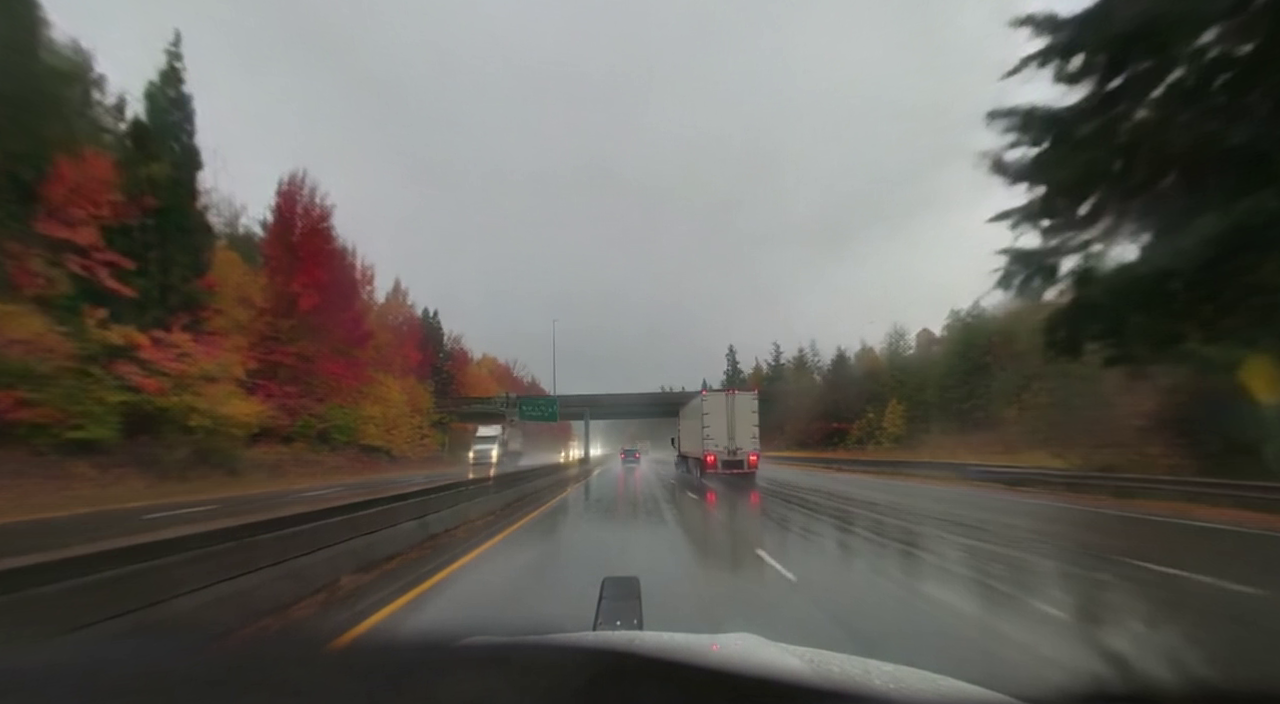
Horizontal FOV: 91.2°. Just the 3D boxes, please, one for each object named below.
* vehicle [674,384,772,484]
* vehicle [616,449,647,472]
[{"bbox_3d":[3.930,4.611,34.018,2.956,4.281,14.327,0,-9,-2],"label":"vehicle"},{"bbox_3d":[-0.564,7.246,42.178,1.961,1.454,3.755,0,-9,-1],"label":"vehicle"}]
